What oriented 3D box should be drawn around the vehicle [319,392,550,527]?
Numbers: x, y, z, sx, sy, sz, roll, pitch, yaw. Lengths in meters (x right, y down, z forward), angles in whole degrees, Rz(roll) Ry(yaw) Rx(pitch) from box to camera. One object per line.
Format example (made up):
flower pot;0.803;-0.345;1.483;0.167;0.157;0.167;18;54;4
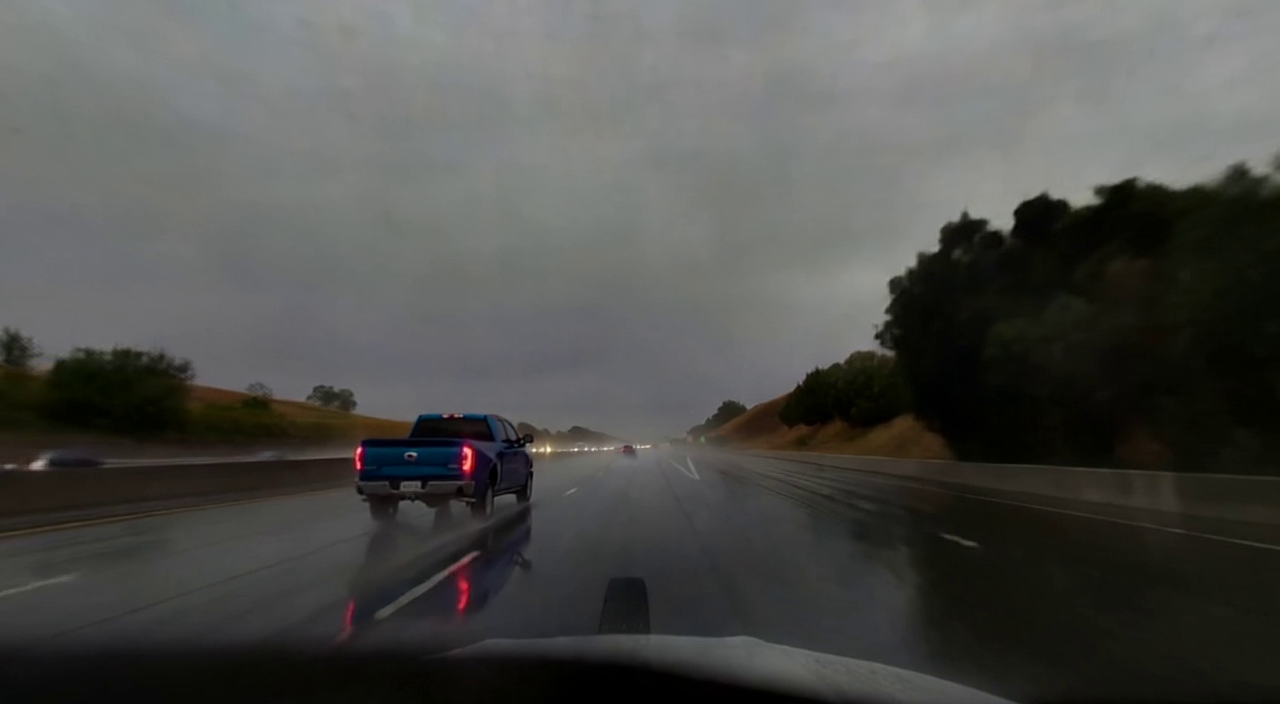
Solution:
vehicle;-3.615;2.104;12.847;2.601;2.084;6.068;0;-8;0
